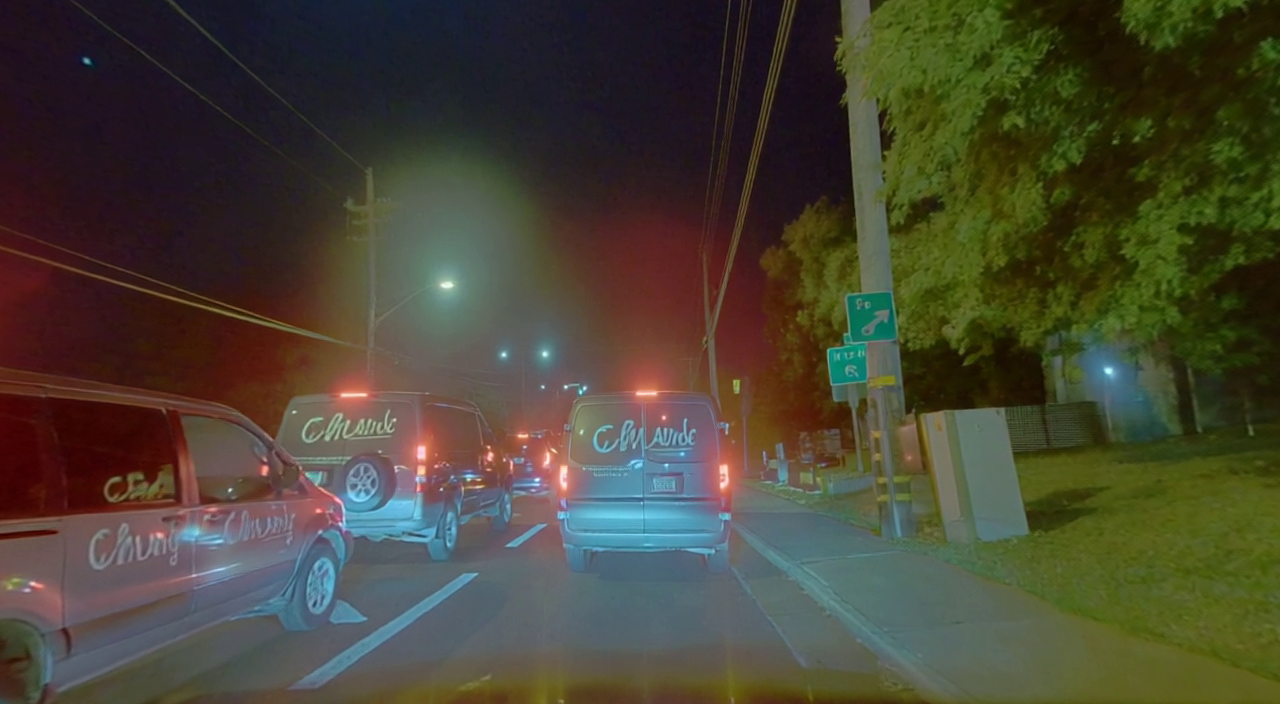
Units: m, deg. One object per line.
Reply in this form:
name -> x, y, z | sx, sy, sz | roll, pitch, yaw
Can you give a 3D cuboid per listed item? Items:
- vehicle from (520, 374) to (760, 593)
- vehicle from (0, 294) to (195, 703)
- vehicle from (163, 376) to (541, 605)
vehicle -> 0.107, 1.461, 7.690 | 2.117, 1.911, 4.095 | -1, -8, 3
vehicle -> -3.125, 0.473, 0.237 | 2.160, 1.796, 4.997 | 0, -8, 1
vehicle -> -2.755, 1.481, 7.618 | 2.109, 1.851, 4.749 | -1, -8, 3
